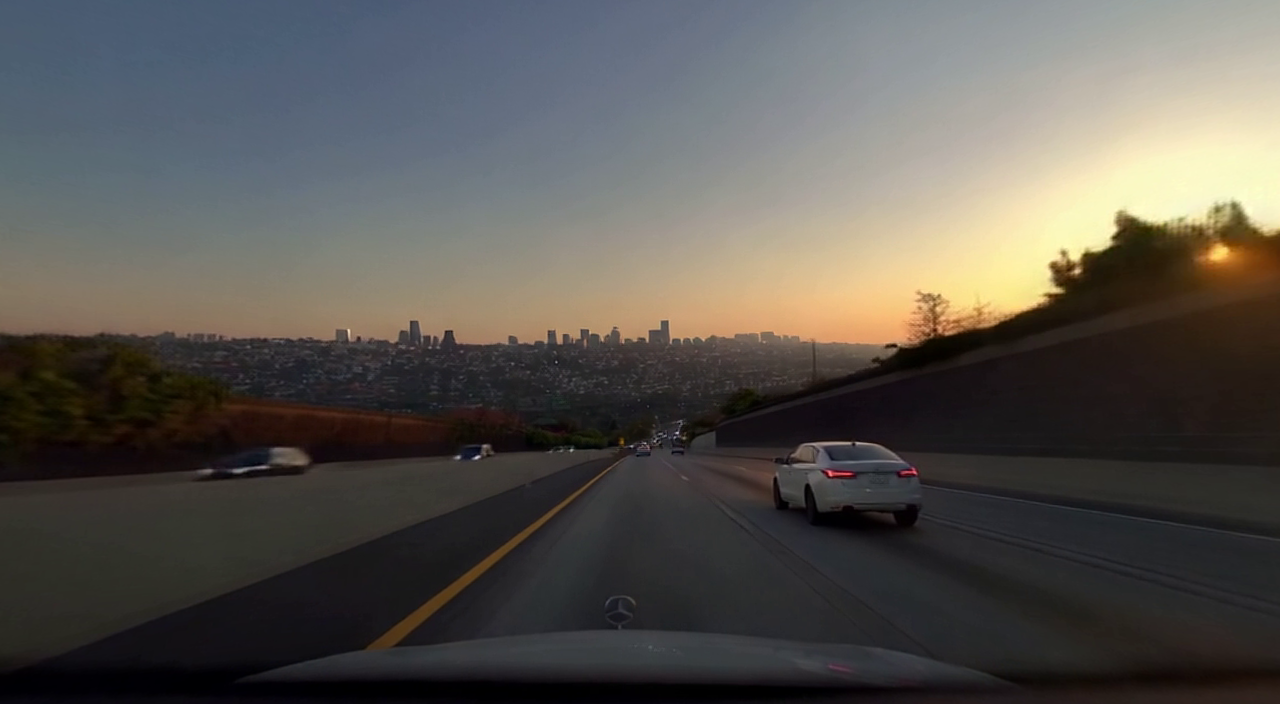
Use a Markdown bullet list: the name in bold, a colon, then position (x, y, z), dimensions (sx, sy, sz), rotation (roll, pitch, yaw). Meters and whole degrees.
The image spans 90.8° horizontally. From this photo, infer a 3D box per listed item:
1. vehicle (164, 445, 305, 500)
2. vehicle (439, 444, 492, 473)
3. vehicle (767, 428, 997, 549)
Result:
- **vehicle**: position (-14.844, 4.390, 23.506), dimensions (2.106, 1.809, 4.622), rotation (0, -8, 1)
- **vehicle**: position (-10.870, 6.644, 39.738), dimensions (1.912, 1.682, 4.427), rotation (0, -8, 2)
- **vehicle**: position (3.581, 2.105, 10.479), dimensions (1.982, 1.533, 4.612), rotation (0, -8, 0)
